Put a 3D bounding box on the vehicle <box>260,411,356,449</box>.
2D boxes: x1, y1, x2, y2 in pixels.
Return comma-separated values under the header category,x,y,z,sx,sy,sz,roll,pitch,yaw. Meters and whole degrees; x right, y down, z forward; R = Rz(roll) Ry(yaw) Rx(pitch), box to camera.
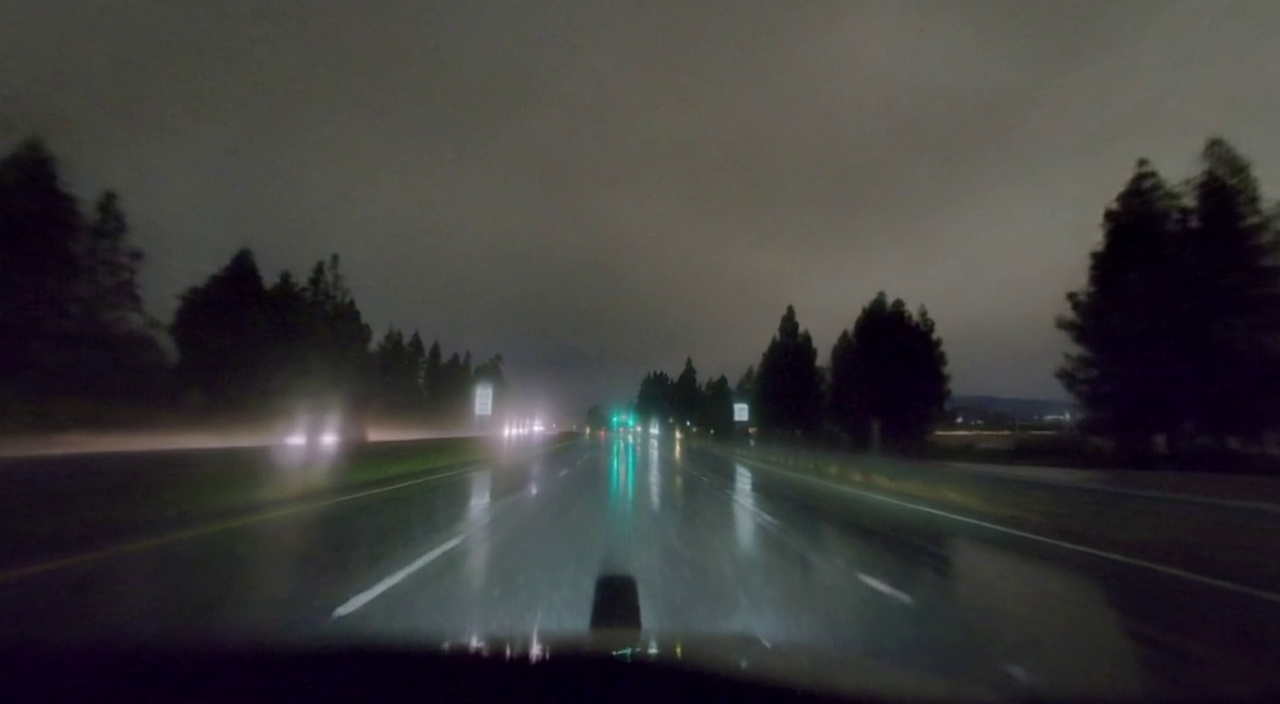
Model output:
category,x,y,z,sx,sy,sz,roll,pitch,yaw
vehicle,-13.778,3.290,26.434,1.932,1.439,4.007,0,-8,-2
